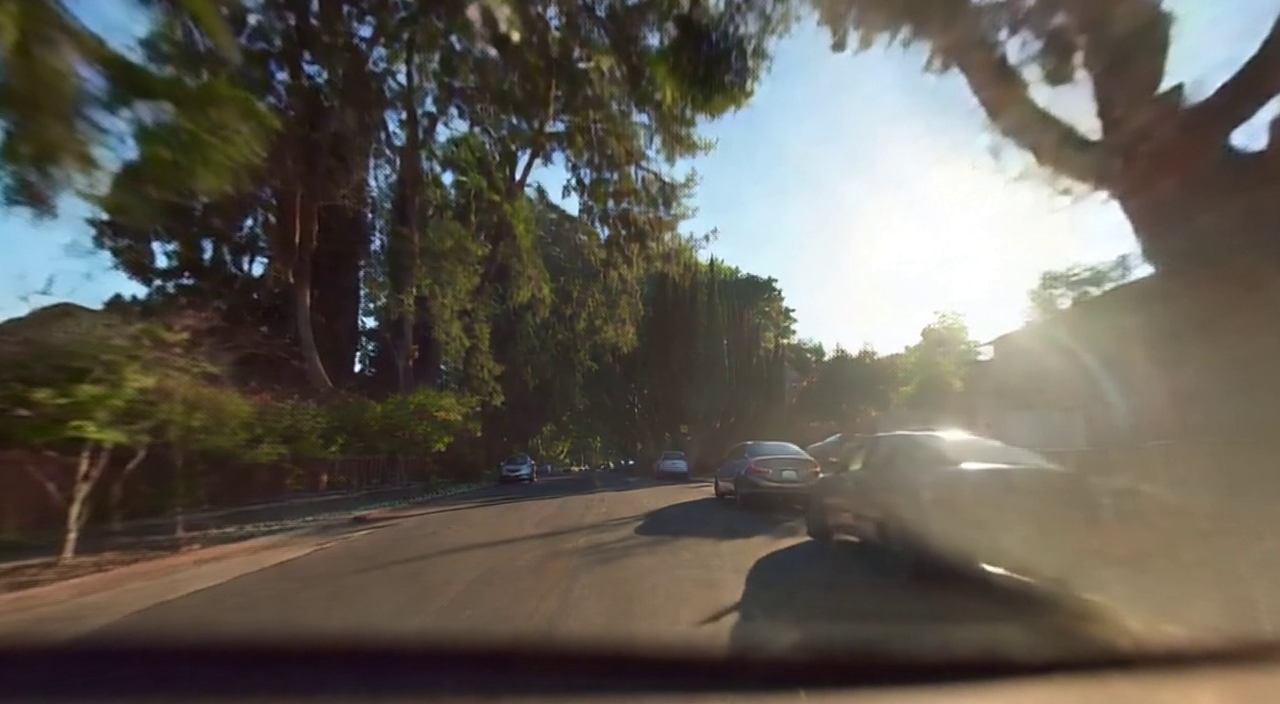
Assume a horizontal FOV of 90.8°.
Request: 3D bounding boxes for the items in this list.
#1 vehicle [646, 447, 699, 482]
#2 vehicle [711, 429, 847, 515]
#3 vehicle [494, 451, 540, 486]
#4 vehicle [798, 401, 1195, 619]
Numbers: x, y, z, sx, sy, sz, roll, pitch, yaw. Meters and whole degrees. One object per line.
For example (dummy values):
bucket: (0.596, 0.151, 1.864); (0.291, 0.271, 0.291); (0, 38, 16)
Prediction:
vehicle: (1.719, 6.264, 35.431); (2.163, 1.742, 4.239); (0, -8, -8)
vehicle: (3.176, 2.840, 15.613); (1.990, 1.753, 4.783); (-1, -8, -3)
vehicle: (-6.999, 6.644, 36.332); (2.051, 1.575, 4.581); (-3, -7, -5)
vehicle: (3.452, 1.587, 7.434); (1.970, 1.709, 4.568); (-1, -8, 0)
